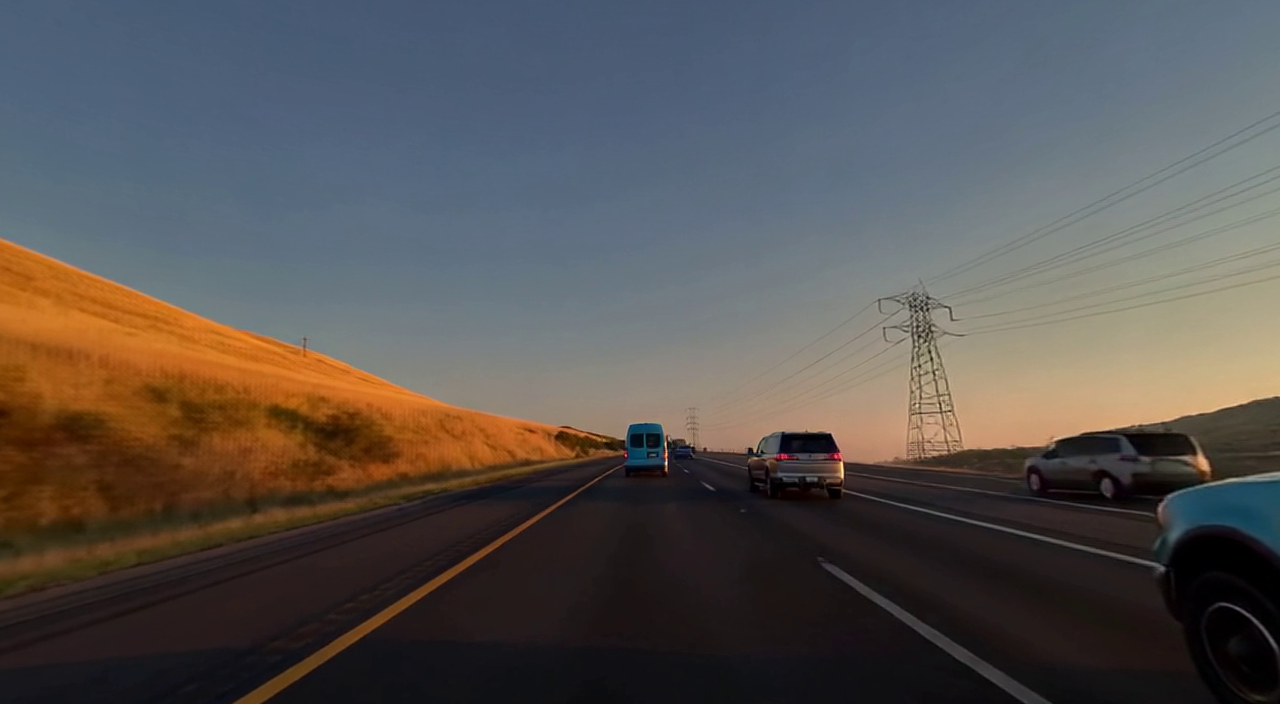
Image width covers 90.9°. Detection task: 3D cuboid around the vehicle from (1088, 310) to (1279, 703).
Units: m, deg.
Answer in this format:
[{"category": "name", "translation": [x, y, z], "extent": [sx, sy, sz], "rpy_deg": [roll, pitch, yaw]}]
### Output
[{"category": "vehicle", "translation": [3.970, 0.510, 0.680], "extent": [2.691, 1.901, 5.744], "rpy_deg": [0, -8, -1]}]

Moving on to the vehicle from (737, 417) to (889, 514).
[{"category": "vehicle", "translation": [3.617, 2.474, 14.233], "extent": [2.139, 1.821, 4.480], "rpy_deg": [0, -8, 0]}]

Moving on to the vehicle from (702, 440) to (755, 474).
[{"category": "vehicle", "translation": [4.098, 4.929, 29.899], "extent": [1.938, 1.466, 4.356], "rpy_deg": [0, -8, 0]}]

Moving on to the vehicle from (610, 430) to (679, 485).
[{"category": "vehicle", "translation": [0.191, 3.813, 23.096], "extent": [2.268, 1.772, 4.523], "rpy_deg": [0, -8, 1]}]
